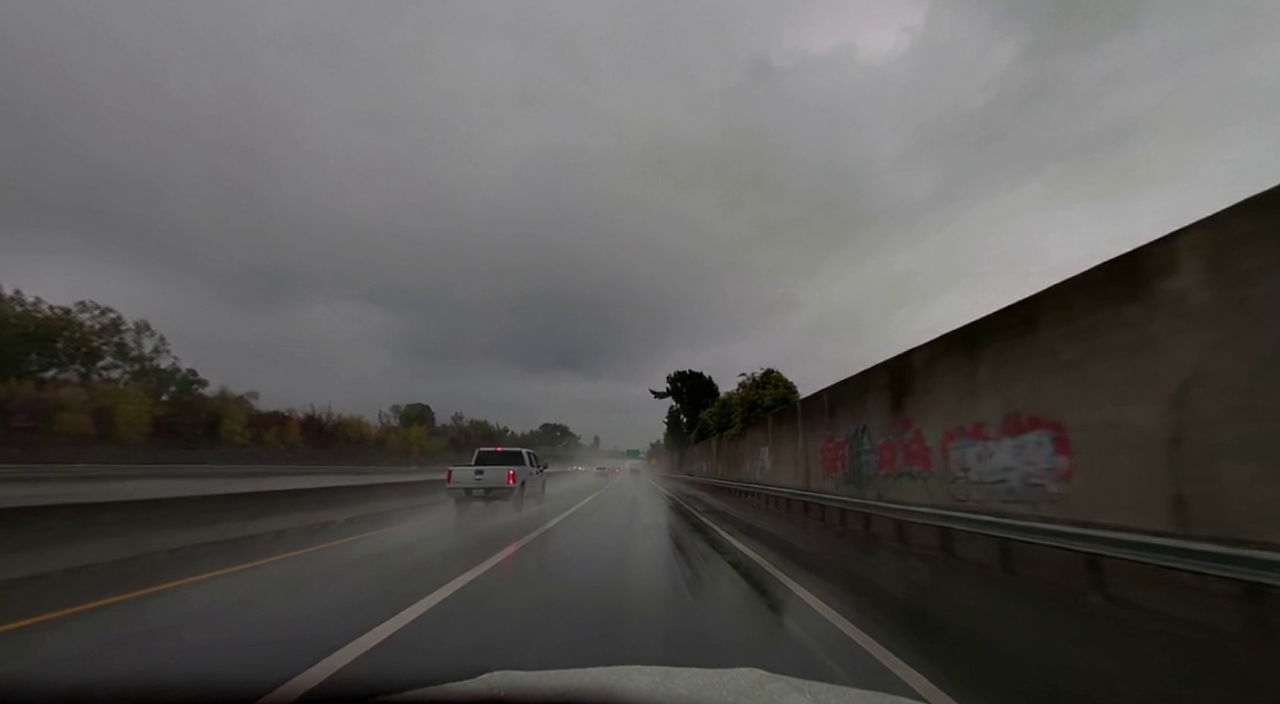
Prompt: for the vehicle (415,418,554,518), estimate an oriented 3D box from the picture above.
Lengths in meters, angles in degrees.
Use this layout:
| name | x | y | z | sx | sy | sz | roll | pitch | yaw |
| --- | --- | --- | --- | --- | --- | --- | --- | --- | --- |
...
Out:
| name | x | y | z | sx | sy | sz | roll | pitch | yaw |
| --- | --- | --- | --- | --- | --- | --- | --- | --- | --- |
| vehicle | -4.304 | 3.467 | 18.861 | 2.597 | 2.434 | 6.020 | 1 | -11 | 0 |
